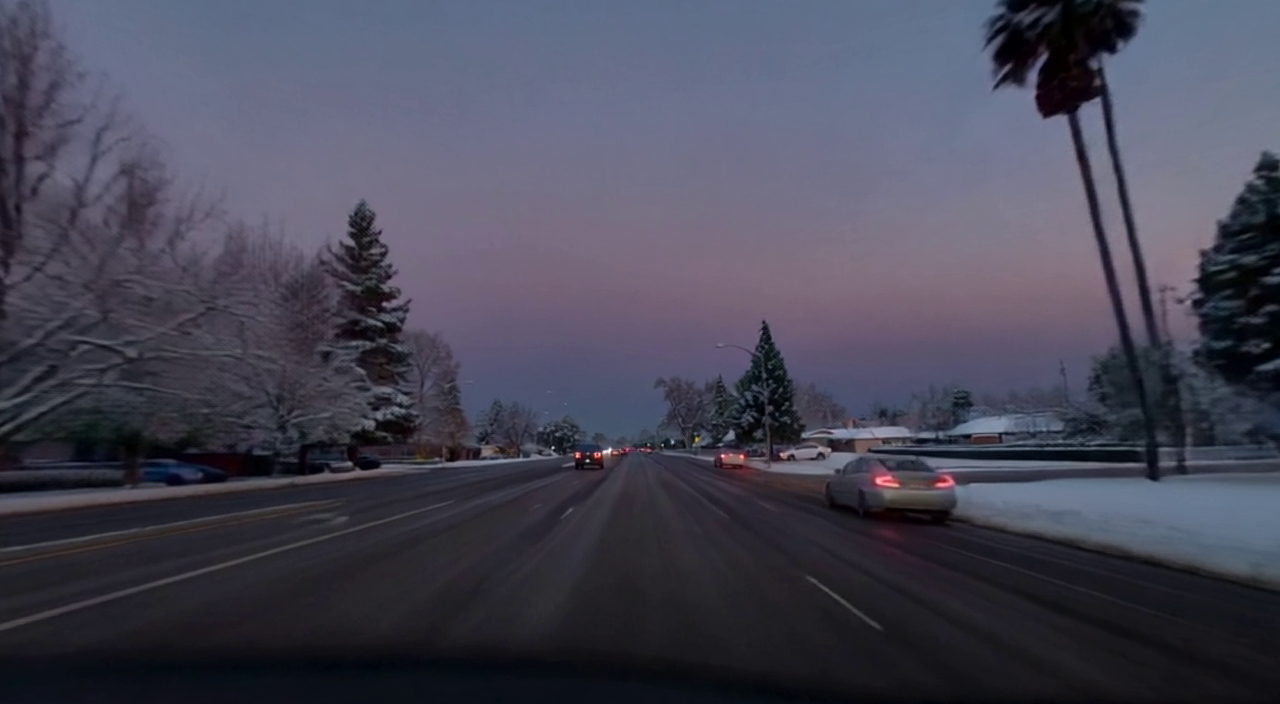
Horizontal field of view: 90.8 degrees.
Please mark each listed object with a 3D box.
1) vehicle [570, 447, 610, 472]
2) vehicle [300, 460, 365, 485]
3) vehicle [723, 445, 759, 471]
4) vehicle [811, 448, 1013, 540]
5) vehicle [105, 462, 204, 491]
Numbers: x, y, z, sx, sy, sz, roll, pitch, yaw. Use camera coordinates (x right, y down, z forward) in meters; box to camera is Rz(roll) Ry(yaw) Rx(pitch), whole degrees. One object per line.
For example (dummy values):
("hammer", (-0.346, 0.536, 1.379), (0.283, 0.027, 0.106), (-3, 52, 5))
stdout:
("vehicle", (-3.245, 7.080, 41.945), (2.263, 1.548, 4.555), (0, -9, 0))
("vehicle", (-21.099, 8.263, 43.575), (2.003, 1.555, 4.921), (-1, -10, 0))
("vehicle", (7.897, 8.393, 49.828), (2.006, 1.758, 4.311), (4, -10, 0))
("vehicle", (4.959, 2.623, 12.468), (2.149, 1.421, 4.805), (-1, -9, 4))
("vehicle", (-28.232, 7.214, 36.837), (4.113, 1.535, 1.952), (1, -8, -1))
